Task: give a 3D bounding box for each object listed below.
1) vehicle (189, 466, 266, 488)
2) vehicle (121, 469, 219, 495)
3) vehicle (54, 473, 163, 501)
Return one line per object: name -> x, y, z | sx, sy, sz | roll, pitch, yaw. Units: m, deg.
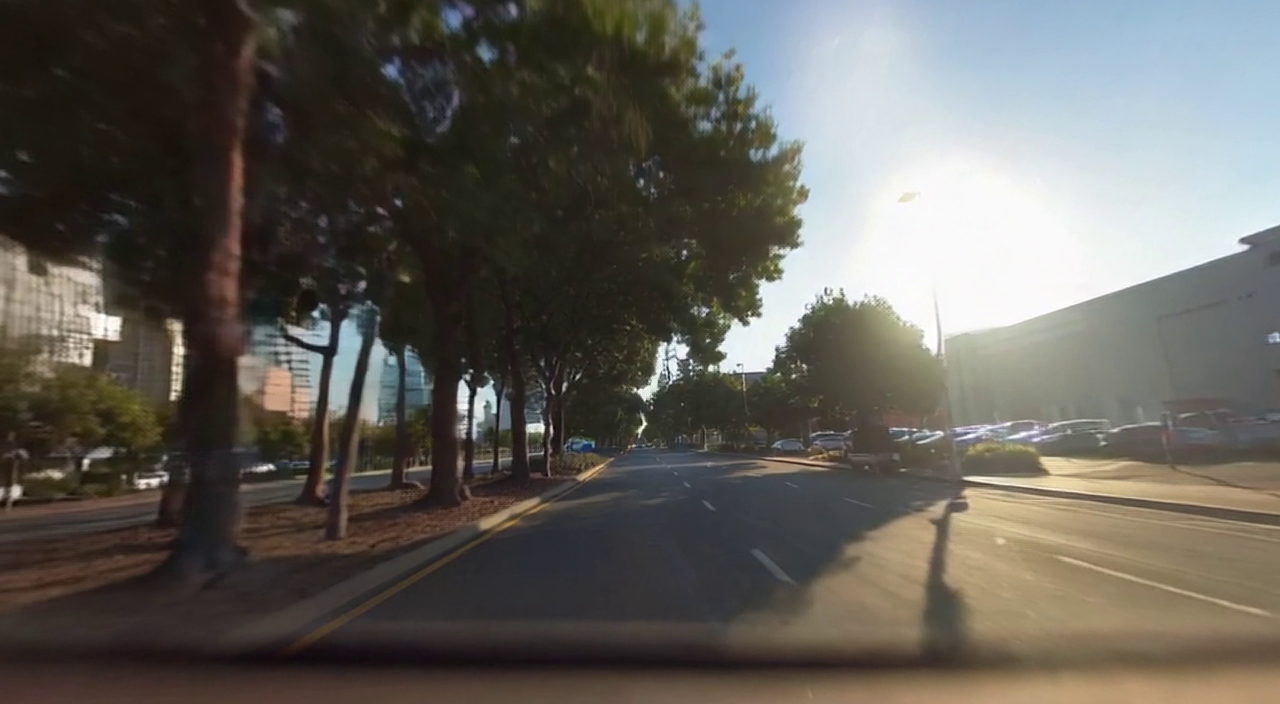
vehicle -> -30.901, 9.371, 47.303 | 4.377, 1.424, 1.936 | 3, -9, -17
vehicle -> -30.854, 8.522, 41.548 | 4.735, 1.468, 2.047 | 3, -9, -25
vehicle -> -32.063, 8.135, 38.155 | 4.540, 1.469, 1.933 | 3, -9, -19
